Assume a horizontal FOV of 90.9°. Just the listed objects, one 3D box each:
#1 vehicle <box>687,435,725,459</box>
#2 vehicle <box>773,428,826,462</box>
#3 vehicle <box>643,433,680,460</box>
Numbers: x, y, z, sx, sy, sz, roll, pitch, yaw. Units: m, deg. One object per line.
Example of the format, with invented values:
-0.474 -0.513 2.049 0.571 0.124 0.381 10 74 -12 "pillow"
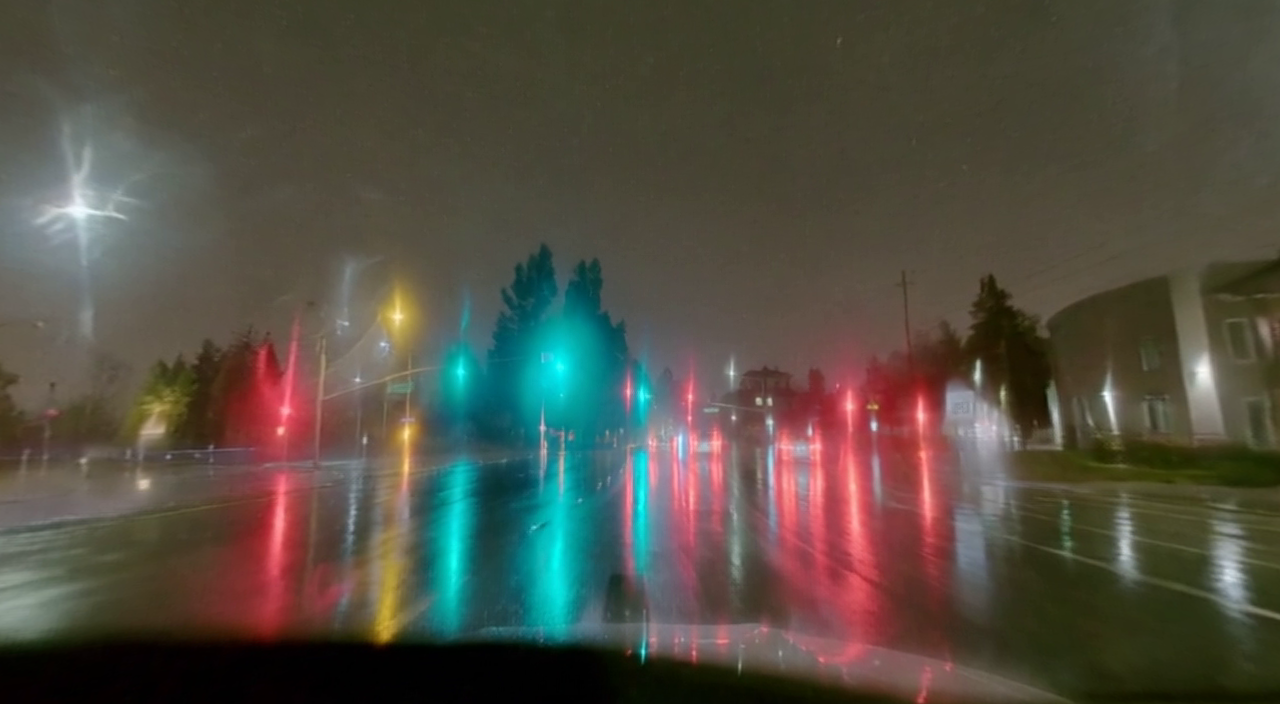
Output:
4.173 6.085 40.539 1.994 1.436 4.169 0 -9 0 "vehicle"
9.537 5.595 38.065 2.132 1.892 4.851 -1 -8 3 "vehicle"
1.300 5.723 38.064 2.099 1.516 4.681 0 -9 2 "vehicle"
